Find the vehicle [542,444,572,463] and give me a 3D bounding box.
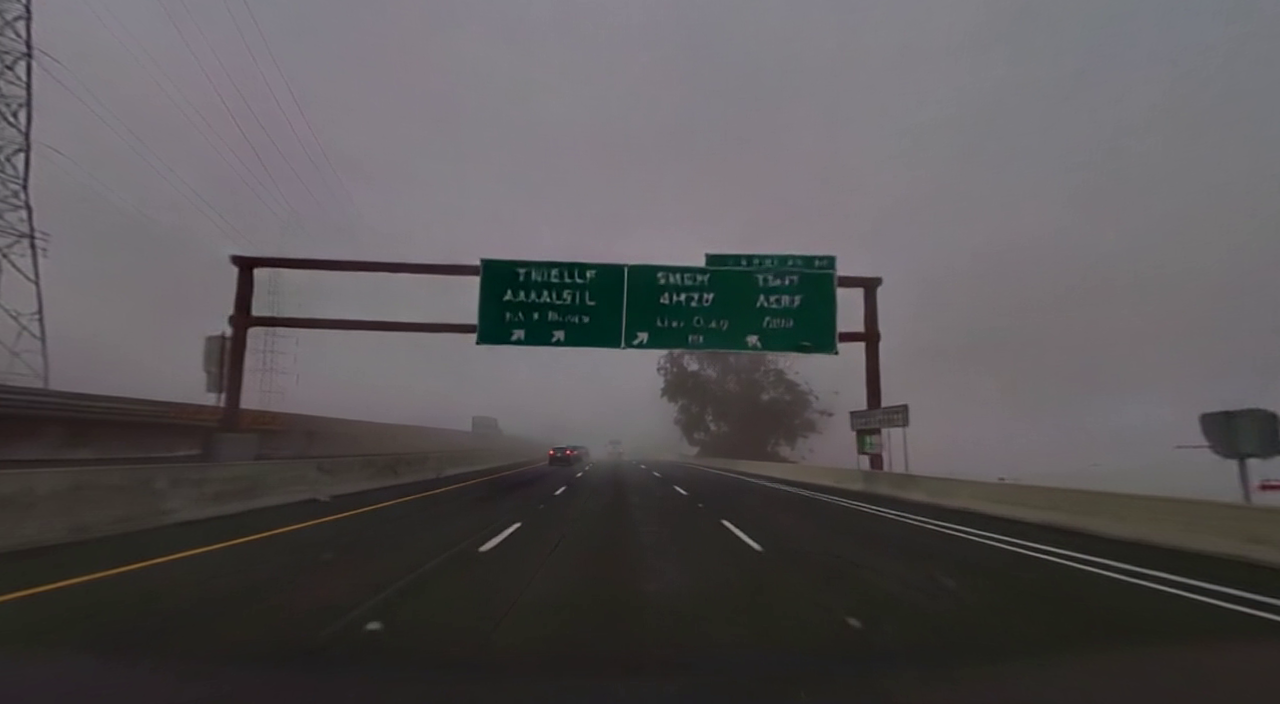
[{"bbox_3d":[-6.442,7.935,49.466,1.921,1.420,4.078,0,-8,-2],"label":"vehicle"}]
